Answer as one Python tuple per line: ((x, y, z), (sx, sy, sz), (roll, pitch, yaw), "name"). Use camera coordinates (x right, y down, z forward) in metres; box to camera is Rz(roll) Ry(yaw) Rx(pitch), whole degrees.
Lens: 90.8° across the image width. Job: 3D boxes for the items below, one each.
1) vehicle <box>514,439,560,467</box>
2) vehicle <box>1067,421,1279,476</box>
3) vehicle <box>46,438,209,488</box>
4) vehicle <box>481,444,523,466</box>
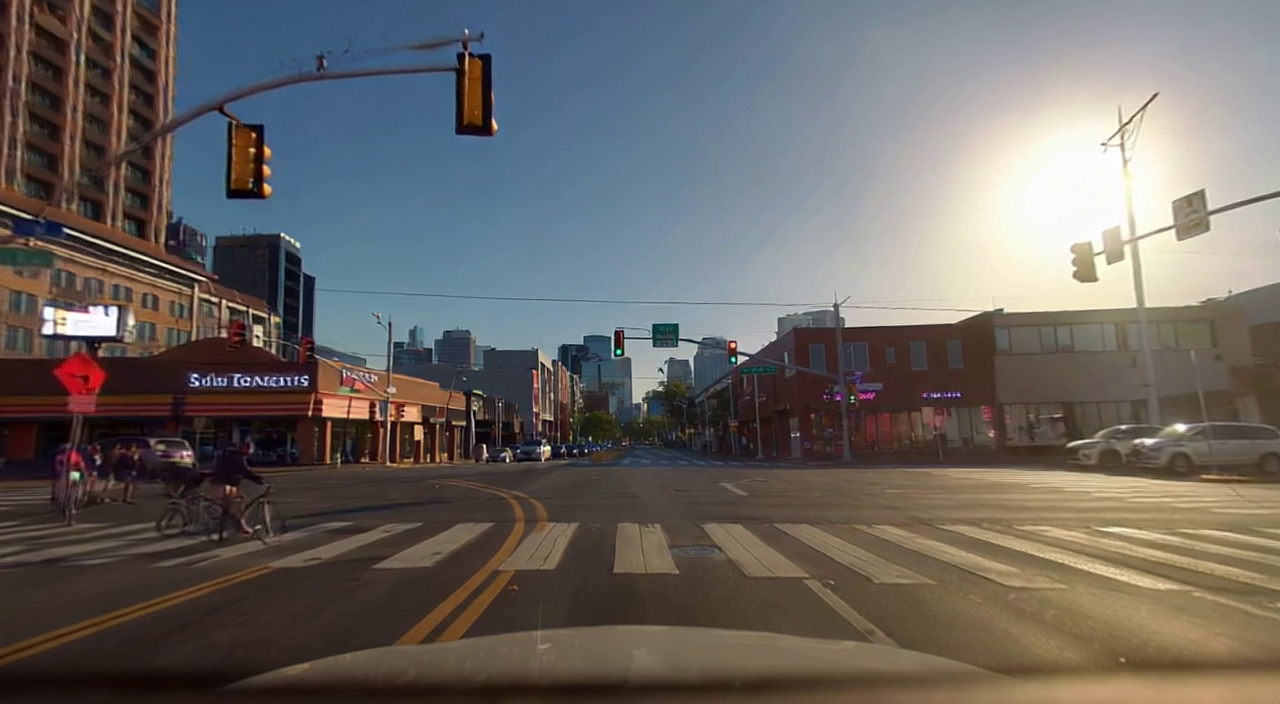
((-6.820, 6.715, 42.212), (2.181, 1.703, 4.512), (0, -8, 2), "vehicle")
((15.406, 2.792, 18.204), (4.651, 1.463, 1.880), (-2, -9, 9), "vehicle")
((-21.165, 4.560, 26.200), (5.161, 1.910, 2.275), (-2, -9, 11), "vehicle")
((-9.879, 7.376, 45.555), (2.106, 1.505, 4.228), (0, -8, 0), "vehicle")
